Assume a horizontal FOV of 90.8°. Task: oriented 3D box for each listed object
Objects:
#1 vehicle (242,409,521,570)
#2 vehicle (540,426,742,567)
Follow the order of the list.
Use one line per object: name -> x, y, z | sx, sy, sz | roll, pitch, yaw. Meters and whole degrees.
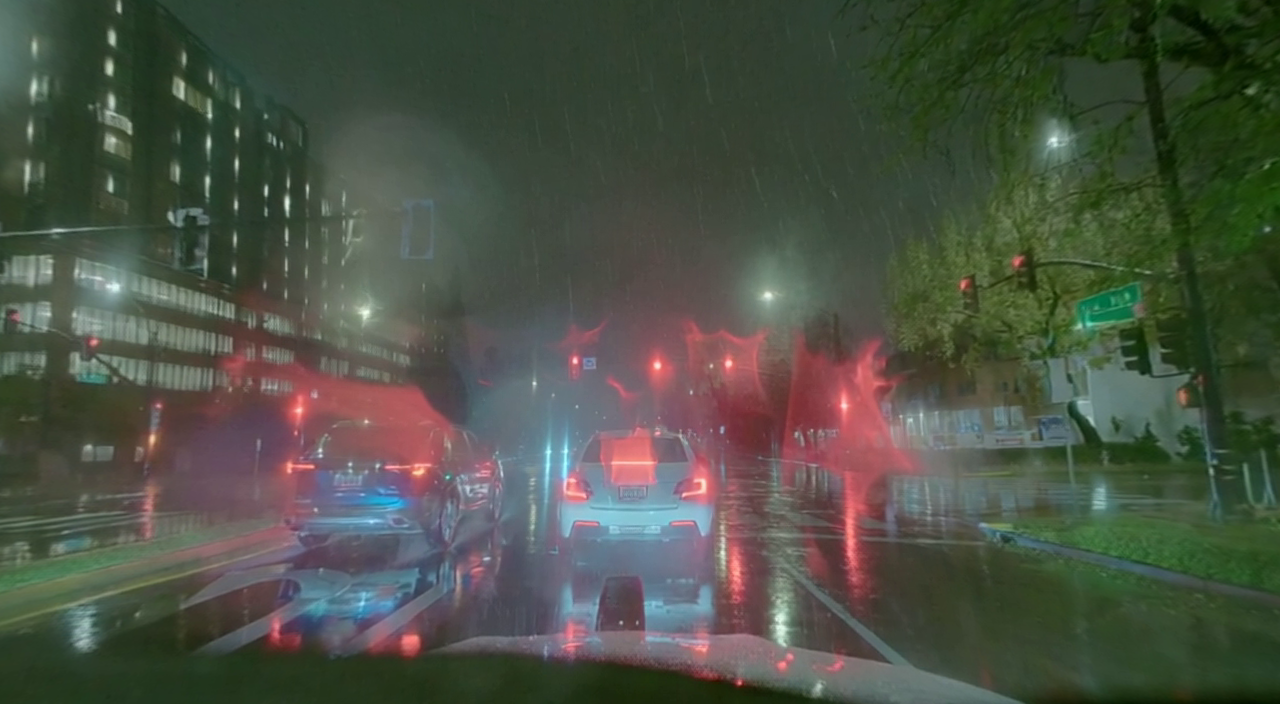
vehicle -> -3.192, 1.800, 9.055 | 2.081, 1.719, 4.434 | 0, -8, 0
vehicle -> 0.008, 1.863, 8.884 | 2.190, 1.522, 3.850 | 0, -8, 0
